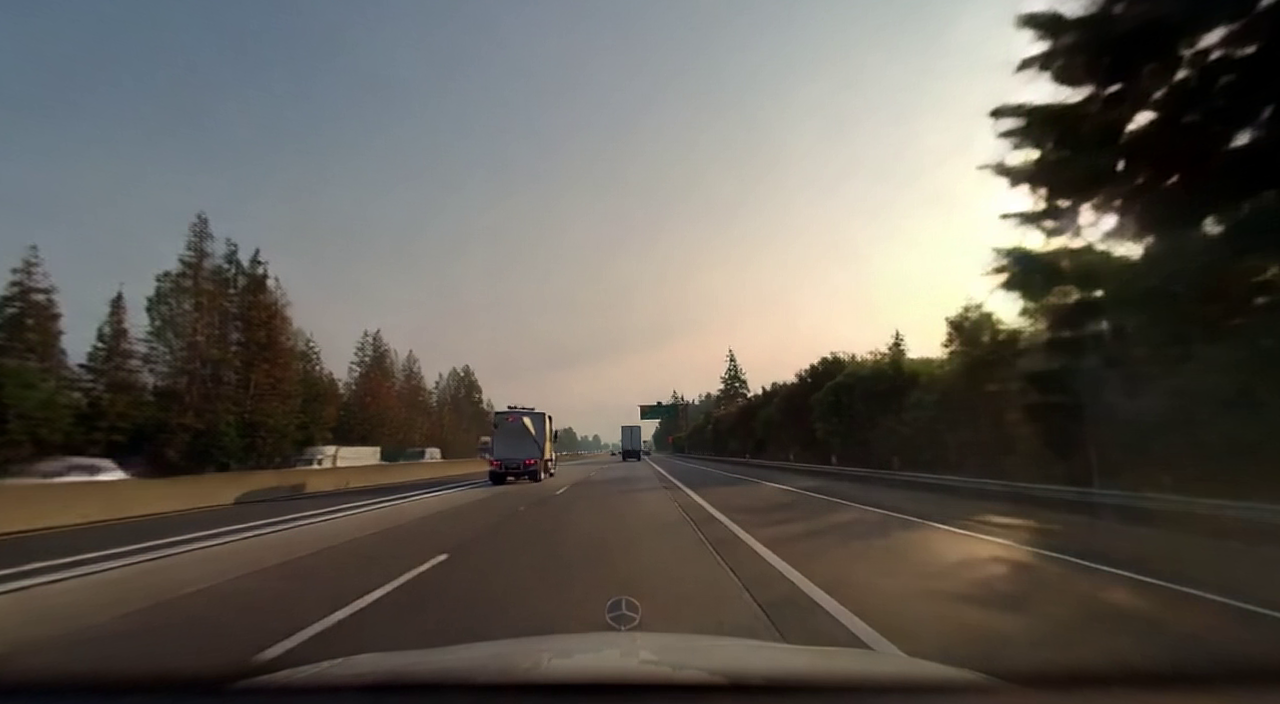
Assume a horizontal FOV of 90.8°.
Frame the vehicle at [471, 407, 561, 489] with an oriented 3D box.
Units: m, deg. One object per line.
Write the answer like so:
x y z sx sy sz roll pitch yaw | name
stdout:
-4.701 3.831 25.102 2.368 2.813 6.329 0 -9 -1 | vehicle
